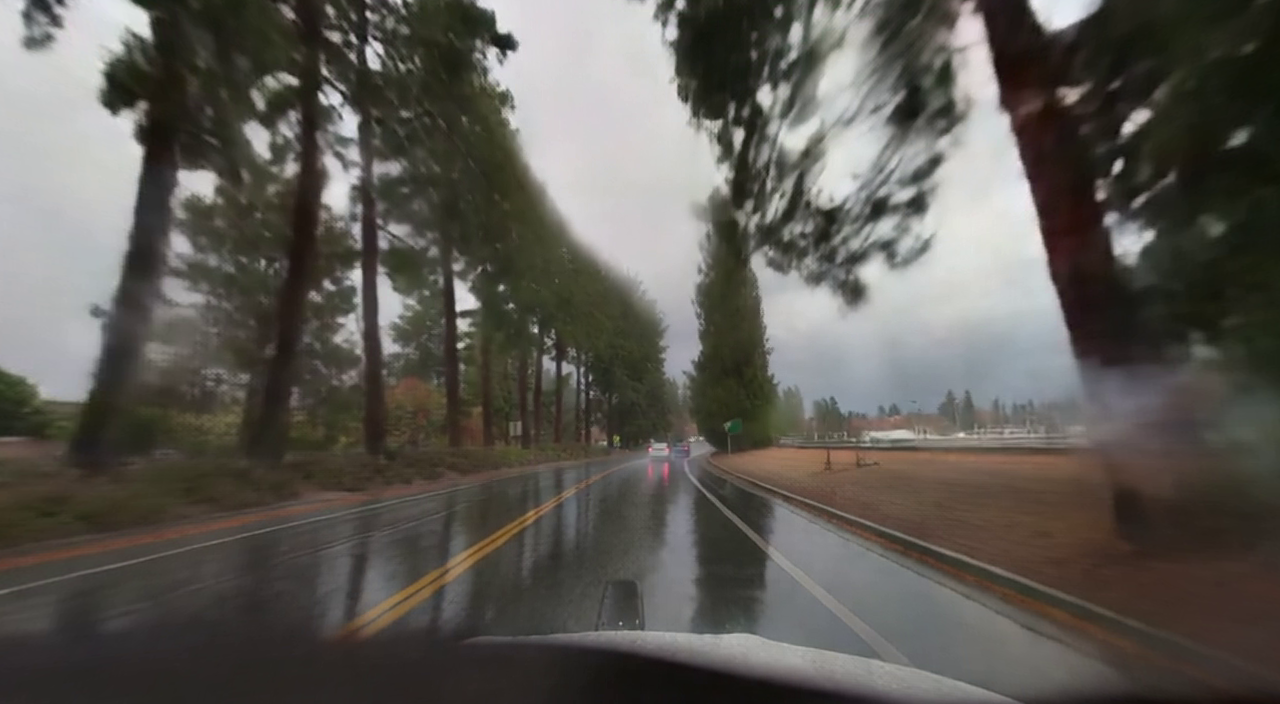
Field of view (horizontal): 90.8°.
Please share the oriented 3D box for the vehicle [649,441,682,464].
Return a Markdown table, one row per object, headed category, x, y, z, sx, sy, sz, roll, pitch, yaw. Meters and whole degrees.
| category | x | y | z | sx | sy | sz | roll | pitch | yaw |
| --- | --- | --- | --- | --- | --- | --- | --- | --- | --- |
| vehicle | 1.798 | 6.847 | 42.985 | 2.071 | 1.474 | 4.047 | -1 | -8 | 5 |
